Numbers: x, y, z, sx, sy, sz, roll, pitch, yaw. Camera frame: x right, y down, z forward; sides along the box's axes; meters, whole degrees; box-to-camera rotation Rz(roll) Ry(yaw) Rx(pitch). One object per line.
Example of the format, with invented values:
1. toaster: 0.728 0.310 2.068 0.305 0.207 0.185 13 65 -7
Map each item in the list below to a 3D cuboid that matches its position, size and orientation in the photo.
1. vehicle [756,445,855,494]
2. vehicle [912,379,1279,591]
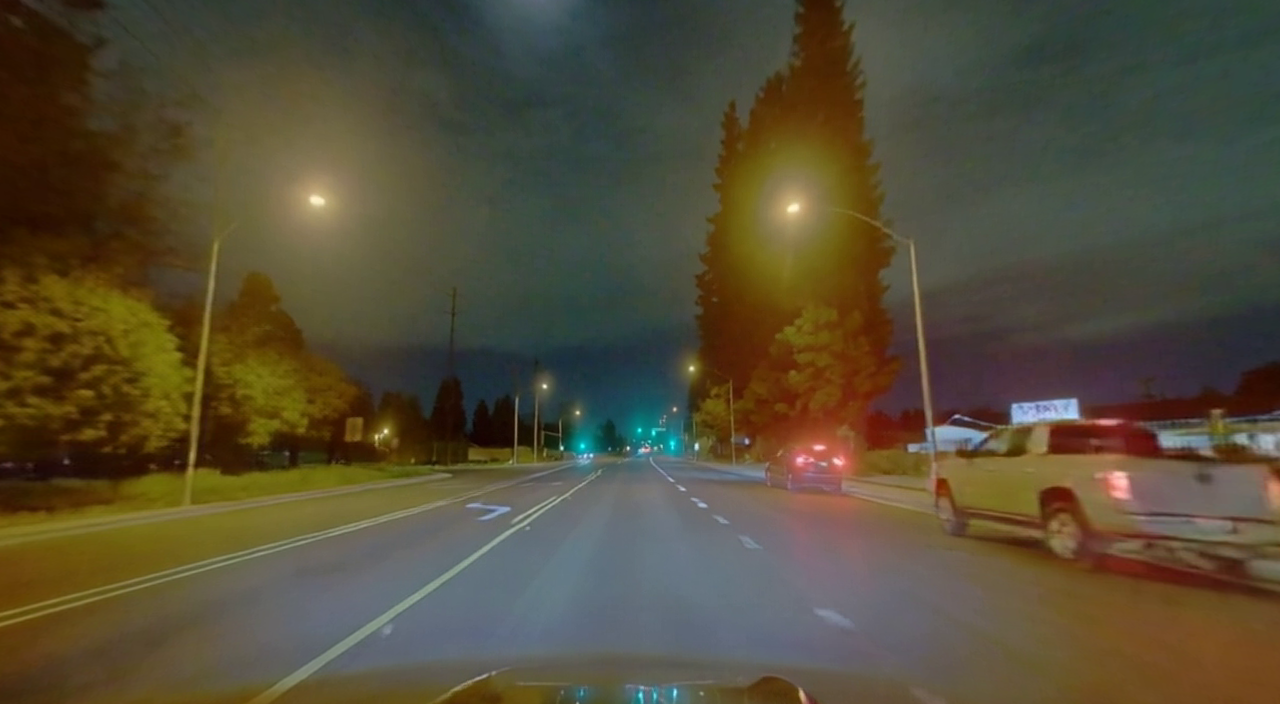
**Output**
1. vehicle: 5.952 4.302 23.465 2.282 1.566 4.705 -1 -9 -1
2. vehicle: 6.366 1.776 9.324 2.275 2.132 5.726 0 -9 2
